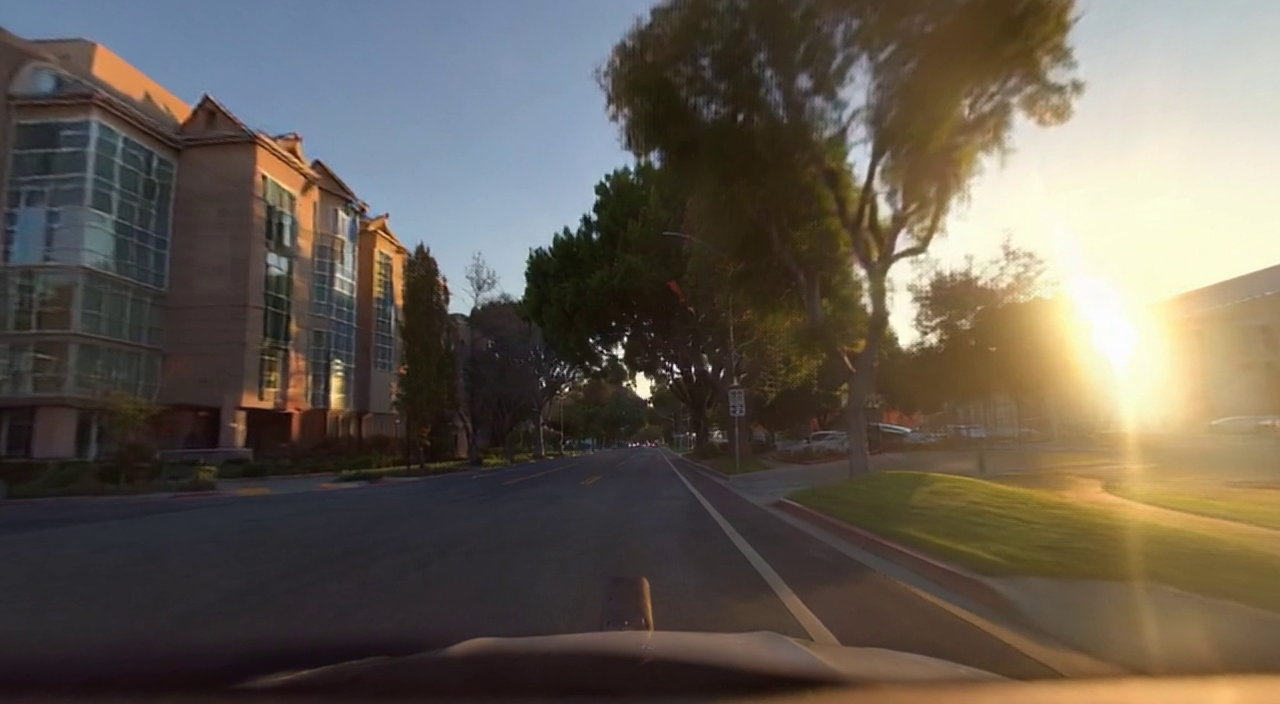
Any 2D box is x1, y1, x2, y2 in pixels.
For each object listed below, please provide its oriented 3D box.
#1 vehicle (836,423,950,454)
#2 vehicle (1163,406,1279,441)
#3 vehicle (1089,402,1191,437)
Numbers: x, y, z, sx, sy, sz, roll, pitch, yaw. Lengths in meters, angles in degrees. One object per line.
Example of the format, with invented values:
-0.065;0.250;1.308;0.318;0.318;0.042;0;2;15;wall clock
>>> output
12.799;4.417;32.144;4.955;1.489;2.002;0;-8;1;vehicle
27.228;3.407;29.436;1.911;1.461;4.284;0;-8;0;vehicle
27.282;3.784;34.636;1.850;1.706;4.610;0;-8;0;vehicle
